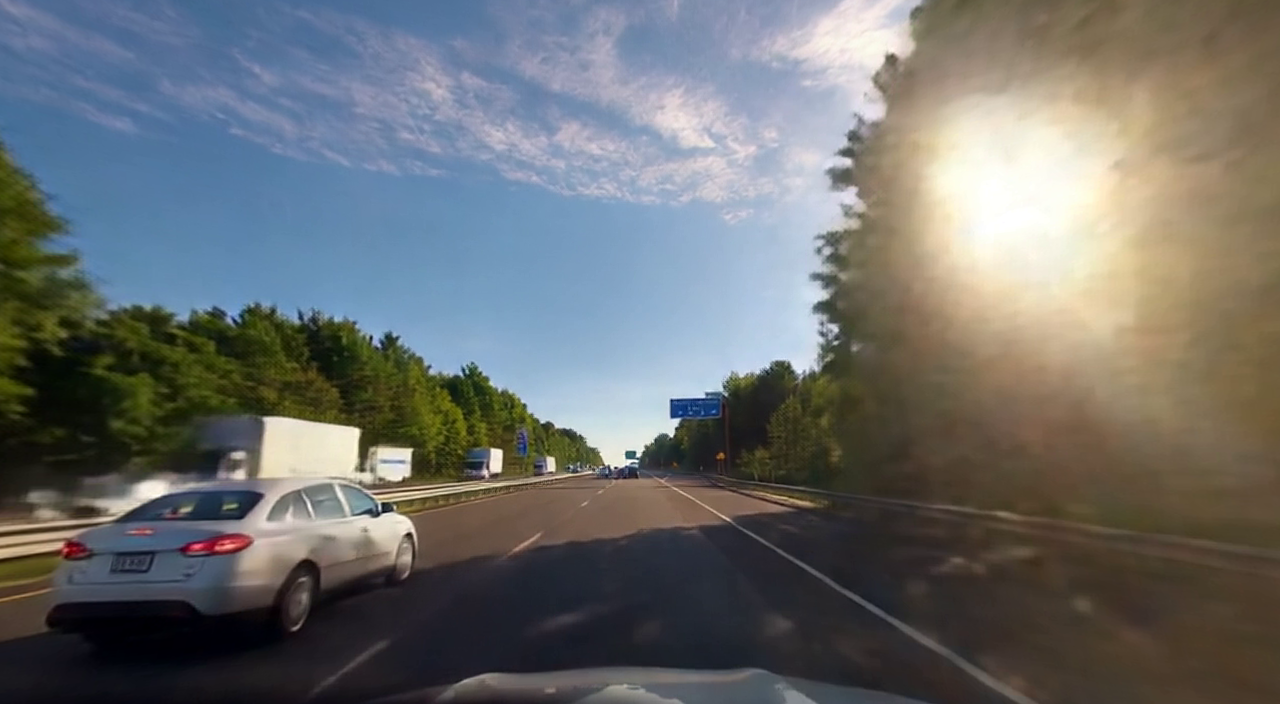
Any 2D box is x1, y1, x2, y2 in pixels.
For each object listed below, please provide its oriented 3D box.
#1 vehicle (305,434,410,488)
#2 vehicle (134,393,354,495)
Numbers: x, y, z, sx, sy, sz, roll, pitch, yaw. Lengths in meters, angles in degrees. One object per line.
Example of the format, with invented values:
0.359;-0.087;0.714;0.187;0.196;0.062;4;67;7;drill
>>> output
-17.166;6.767;38.967;2.842;2.917;7.530;0;-10;1;vehicle
-17.221;4.405;28.935;3.017;3.740;10.738;1;-10;0;vehicle
